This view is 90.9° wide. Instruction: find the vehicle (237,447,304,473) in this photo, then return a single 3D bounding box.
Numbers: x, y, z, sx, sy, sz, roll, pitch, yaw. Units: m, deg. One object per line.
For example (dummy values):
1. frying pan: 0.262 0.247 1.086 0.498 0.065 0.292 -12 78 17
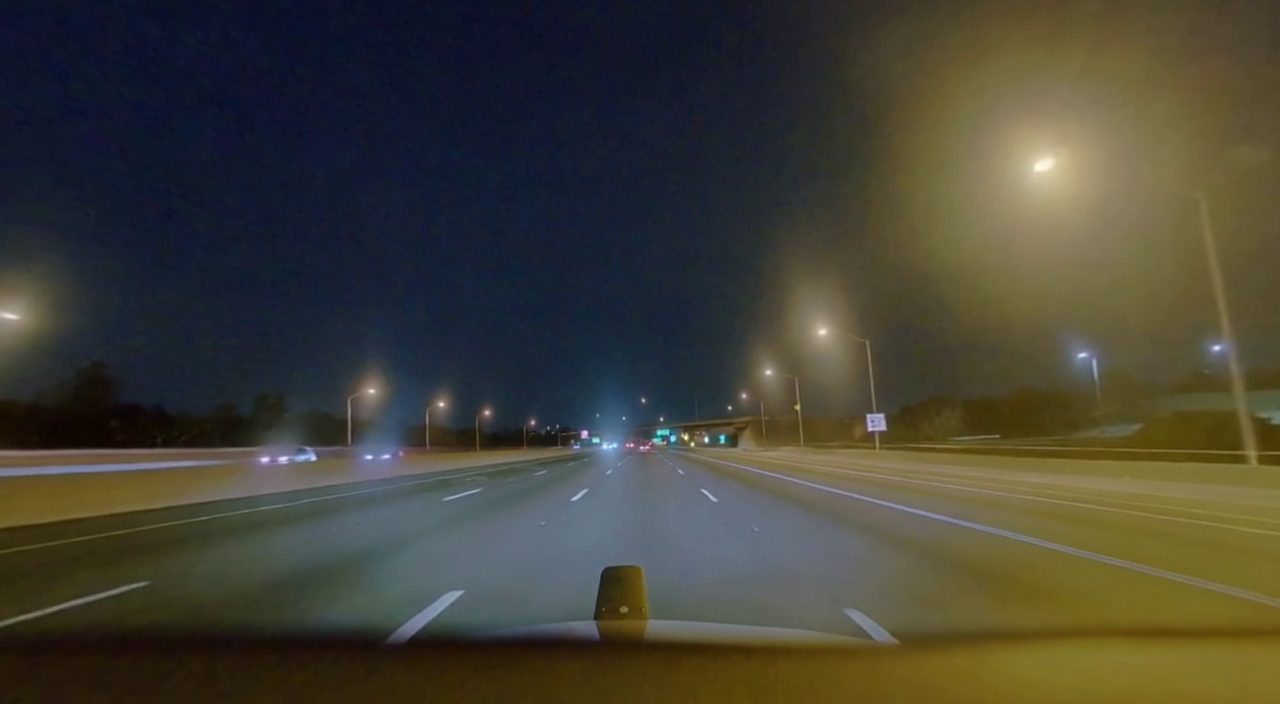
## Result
1. vehicle: -25.411 7.403 43.511 1.945 1.621 4.378 0 -9 0
